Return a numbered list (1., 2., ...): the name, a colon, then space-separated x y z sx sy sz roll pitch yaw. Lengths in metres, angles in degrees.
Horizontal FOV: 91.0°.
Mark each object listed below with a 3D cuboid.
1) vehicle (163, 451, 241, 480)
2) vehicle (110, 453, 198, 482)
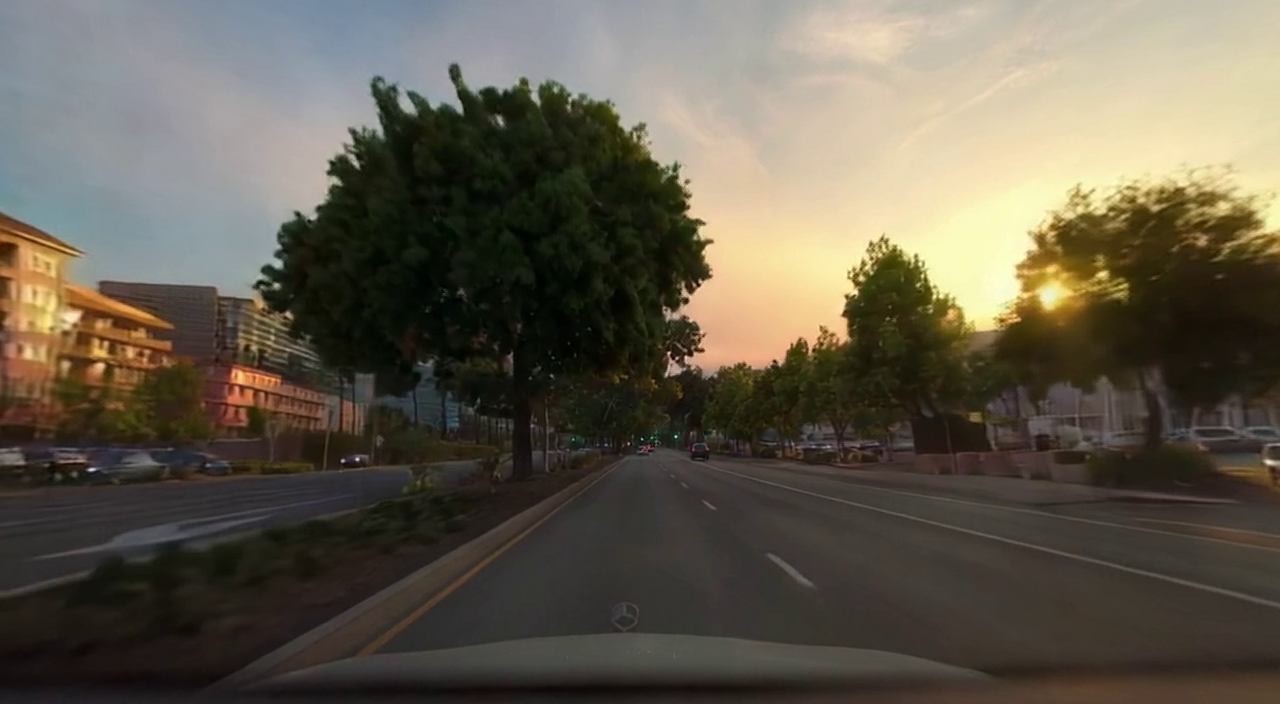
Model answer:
1. vehicle: -26.579 6.918 38.394 1.914 1.581 4.486 -1 -9 -6
2. vehicle: -29.108 6.902 37.853 1.883 1.575 4.314 -1 -10 -1
